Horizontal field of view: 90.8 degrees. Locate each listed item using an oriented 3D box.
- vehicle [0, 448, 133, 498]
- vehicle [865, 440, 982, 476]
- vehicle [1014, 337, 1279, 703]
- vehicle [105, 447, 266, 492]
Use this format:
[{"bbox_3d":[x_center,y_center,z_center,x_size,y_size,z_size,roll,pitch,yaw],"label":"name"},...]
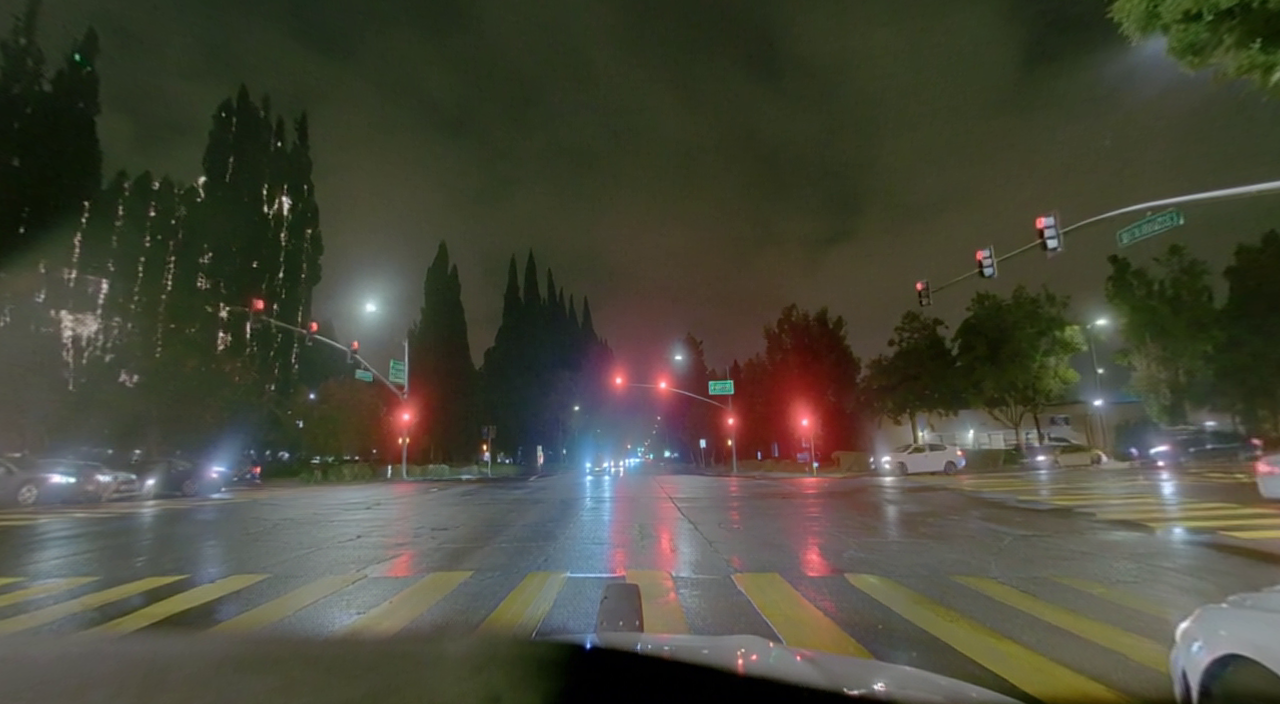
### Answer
[{"bbox_3d":[-22.064,4.410,23.271,4.748,1.727,2.325,0,-8,1],"label":"vehicle"},{"bbox_3d":[15.627,5.883,35.140,5.220,1.897,2.596,0,-8,0],"label":"vehicle"},{"bbox_3d":[3.496,0.762,2.070,2.227,1.705,4.719,-1,-8,9],"label":"vehicle"},{"bbox_3d":[-19.021,4.951,26.656,4.798,1.763,2.536,0,-10,0],"label":"vehicle"}]
